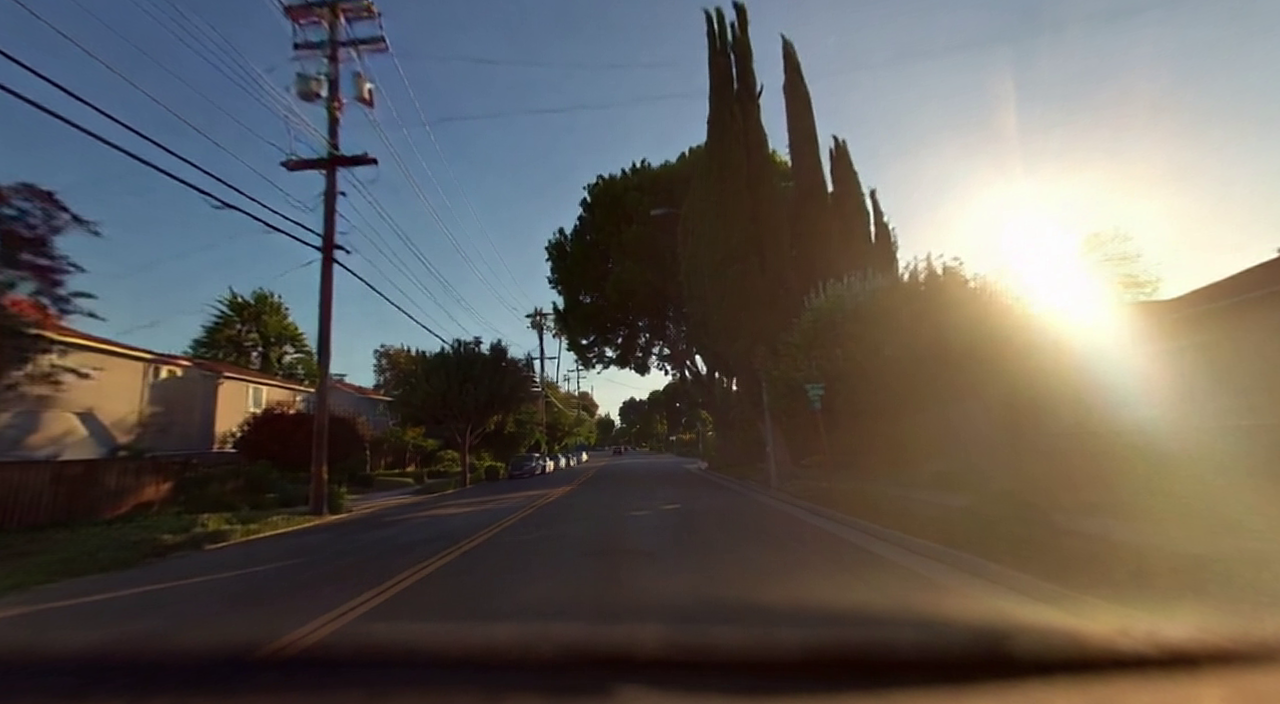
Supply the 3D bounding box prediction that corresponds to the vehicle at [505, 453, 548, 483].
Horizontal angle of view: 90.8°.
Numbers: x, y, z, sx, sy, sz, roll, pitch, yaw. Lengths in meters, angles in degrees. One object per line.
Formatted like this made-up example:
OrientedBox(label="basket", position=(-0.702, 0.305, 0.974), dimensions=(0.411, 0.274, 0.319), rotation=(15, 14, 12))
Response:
OrientedBox(label="vehicle", position=(-7.275, 7.469, 40.899), dimensions=(1.869, 1.442, 4.344), rotation=(-9, -8, -1))
